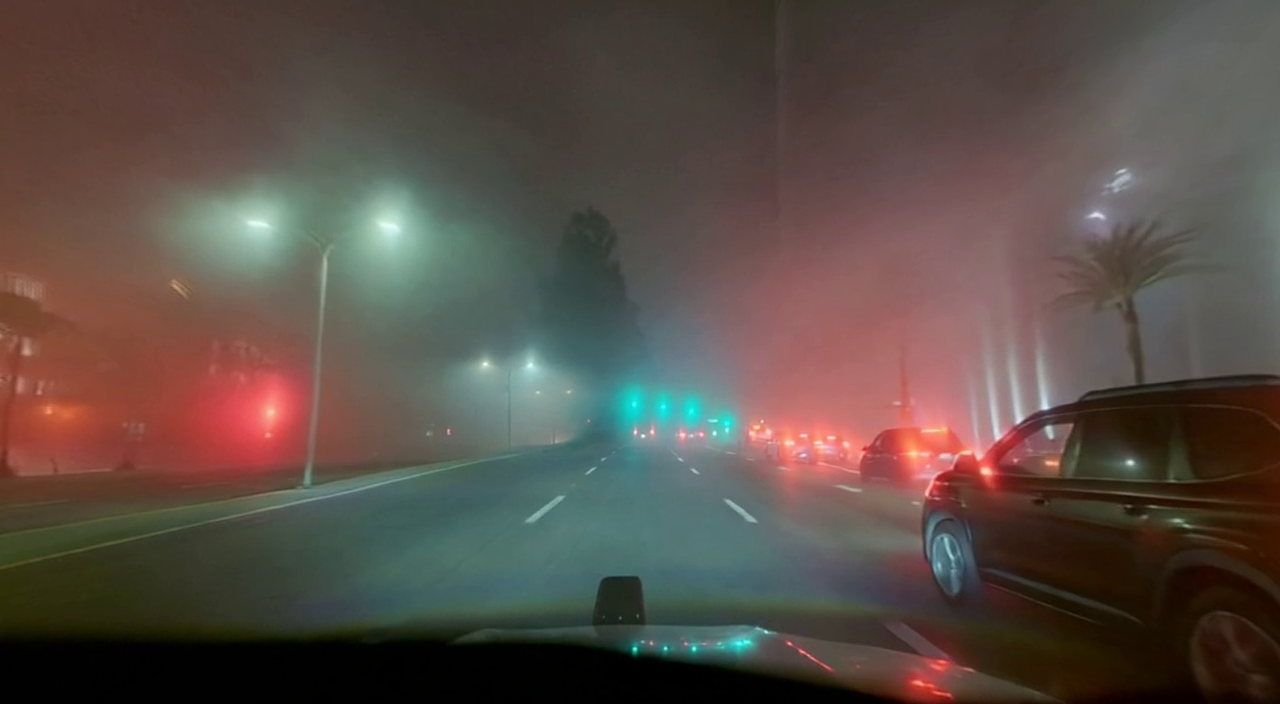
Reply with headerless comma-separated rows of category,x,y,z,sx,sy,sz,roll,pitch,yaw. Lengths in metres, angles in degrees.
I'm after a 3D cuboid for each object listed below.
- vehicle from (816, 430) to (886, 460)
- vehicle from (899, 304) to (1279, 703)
vehicle,10.960,4.888,33.146,1.871,1.465,4.395,0,-9,-4
vehicle,3.548,0.865,3.393,2.219,1.795,4.718,0,-9,-1
